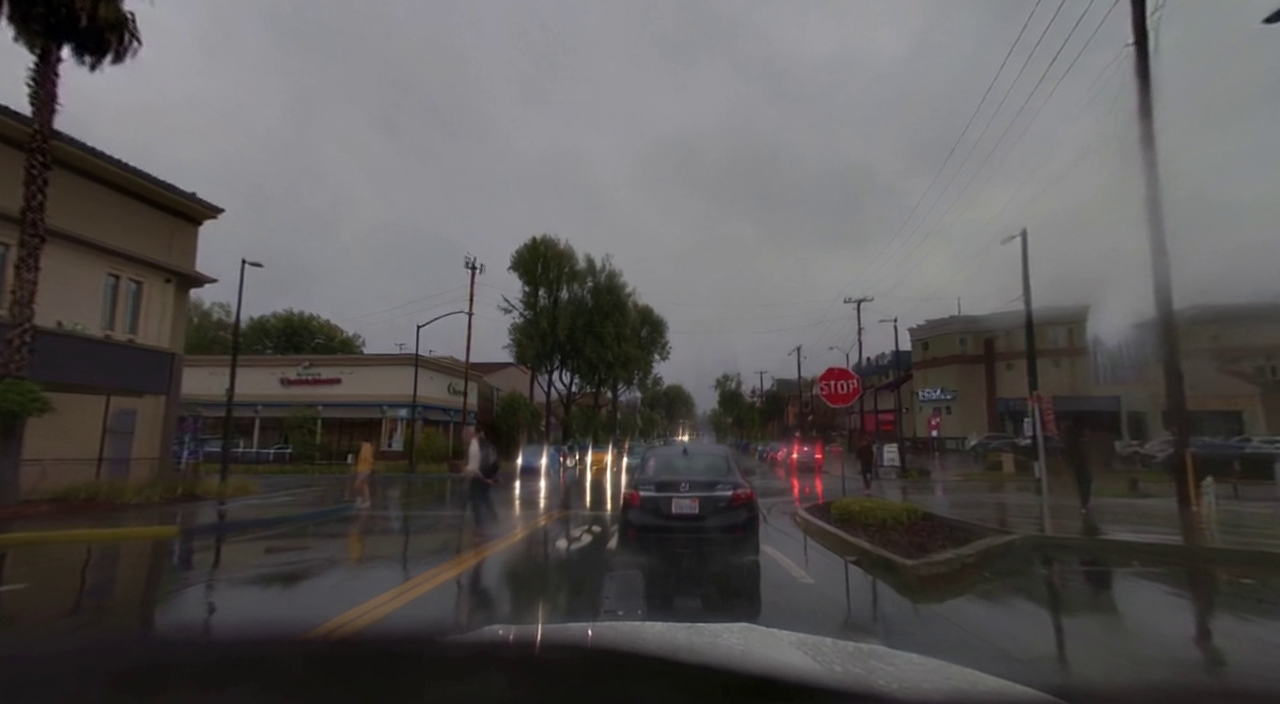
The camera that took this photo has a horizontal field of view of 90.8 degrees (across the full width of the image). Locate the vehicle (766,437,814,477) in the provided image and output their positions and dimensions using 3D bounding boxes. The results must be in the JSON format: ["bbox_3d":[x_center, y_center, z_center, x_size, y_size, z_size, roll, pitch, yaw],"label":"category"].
[{"bbox_3d":[9.395,6.541,39.608,2.467,2.369,1.577,6,-10,-34],"label":"vehicle"}]

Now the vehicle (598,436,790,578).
[{"bbox_3d":[0.749,1.943,8.769,2.031,1.479,3.969,-1,-9,5],"label":"vehicle"}]

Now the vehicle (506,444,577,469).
[{"bbox_3d":[-6.894,7.303,44.290,4.529,1.682,1.895,6,-11,-36],"label":"vehicle"}]
